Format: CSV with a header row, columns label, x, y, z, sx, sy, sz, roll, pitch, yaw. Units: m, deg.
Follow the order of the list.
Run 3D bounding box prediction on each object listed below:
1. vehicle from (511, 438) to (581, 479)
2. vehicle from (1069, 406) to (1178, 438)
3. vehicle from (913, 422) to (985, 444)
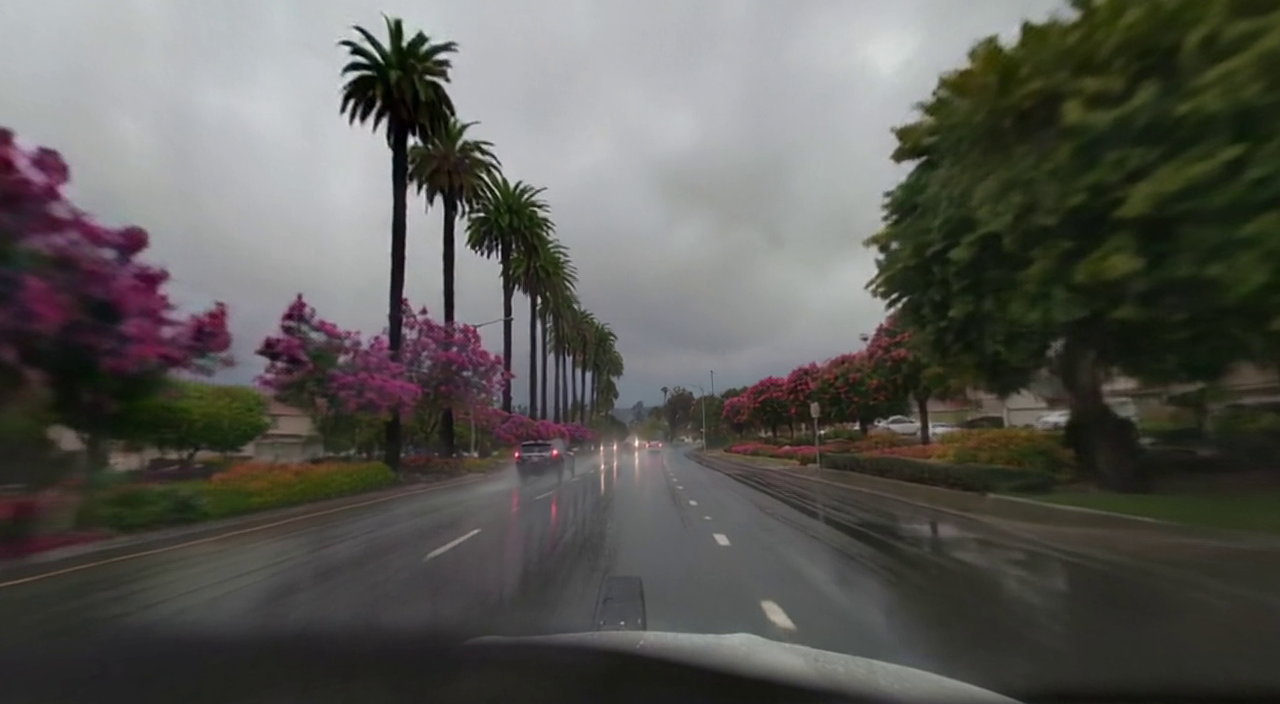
label,x,y,z,sx,sy,sz,roll,pitch,yaw
vehicle,-3.703,4.283,25.583,2.036,1.478,4.508,0,-8,1
vehicle,24.943,3.640,32.517,3.956,1.565,1.886,-1,-8,4
vehicle,21.856,5.770,44.572,4.168,1.489,1.768,0,-7,8
